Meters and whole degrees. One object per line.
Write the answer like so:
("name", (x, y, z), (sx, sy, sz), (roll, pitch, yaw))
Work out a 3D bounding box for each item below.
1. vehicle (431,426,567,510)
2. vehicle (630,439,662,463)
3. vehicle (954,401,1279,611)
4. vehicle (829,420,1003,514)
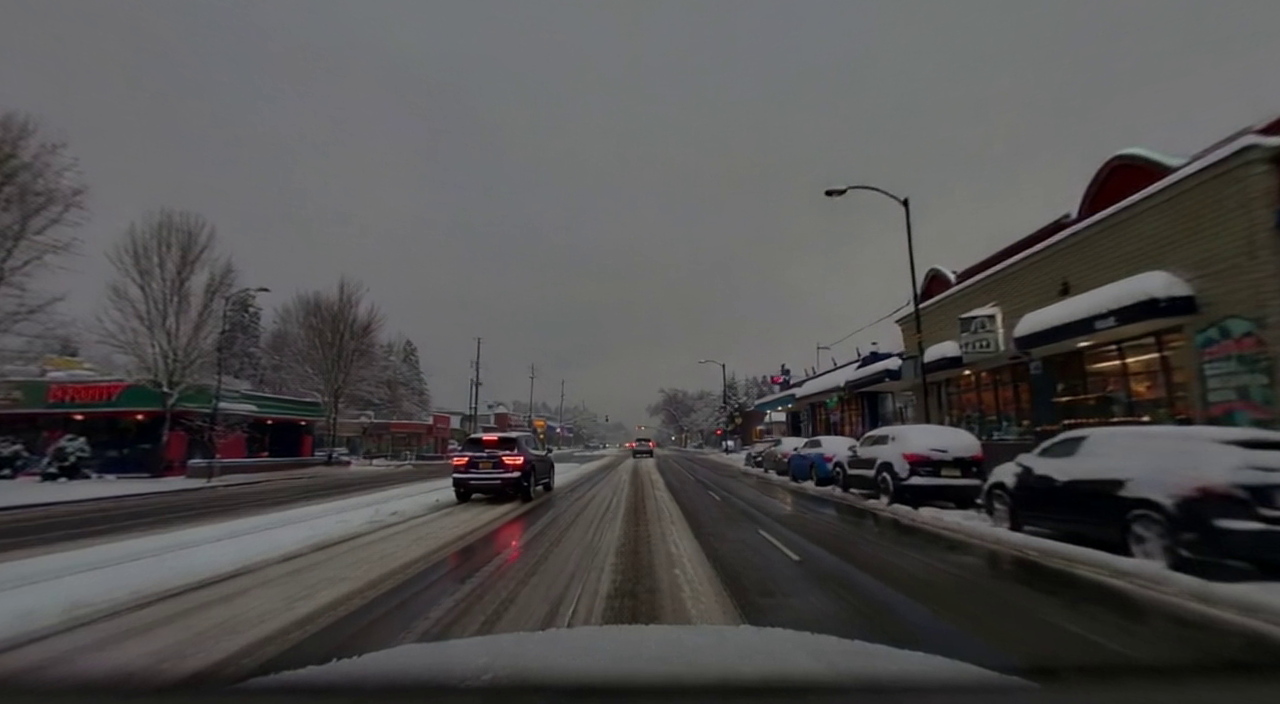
("vehicle", (-3.058, 2.632, 14.755), (2.049, 1.646, 4.445), (0, -9, 1))
("vehicle", (0.381, 6.662, 42.575), (2.037, 1.484, 4.073), (0, -9, 0))
("vehicle", (6.462, 1.722, 8.094), (2.203, 1.797, 5.165), (0, -9, 0))
("vehicle", (6.397, 2.720, 15.395), (2.128, 1.900, 4.724), (0, -9, 0))
